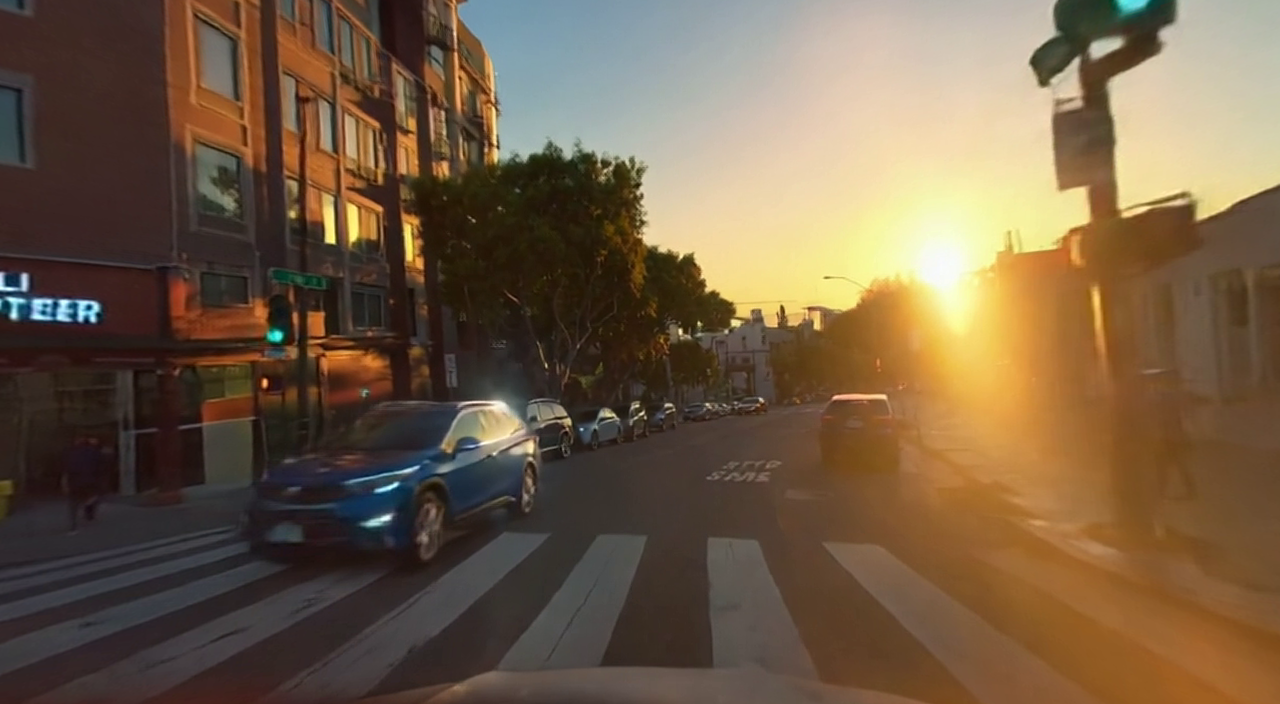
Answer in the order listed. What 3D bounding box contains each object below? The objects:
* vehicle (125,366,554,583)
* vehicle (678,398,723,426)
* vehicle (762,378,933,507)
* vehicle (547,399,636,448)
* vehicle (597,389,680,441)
[{"bbox_3d":[-2.879,1.320,7.593,2.181,1.723,4.692,-3,-8,12],"label":"vehicle"},{"bbox_3d":[4.240,4.101,43.798,1.948,1.693,4.325,-6,-6,19],"label":"vehicle"},{"bbox_3d":[3.174,1.374,9.673,1.892,1.481,4.365,-4,-8,19],"label":"vehicle"},{"bbox_3d":[-1.816,2.912,25.268,1.960,1.765,4.343,-4,-8,19],"label":"vehicle"},{"bbox_3d":[0.073,3.050,30.898,2.260,2.136,5.669,-7,-7,17],"label":"vehicle"}]
